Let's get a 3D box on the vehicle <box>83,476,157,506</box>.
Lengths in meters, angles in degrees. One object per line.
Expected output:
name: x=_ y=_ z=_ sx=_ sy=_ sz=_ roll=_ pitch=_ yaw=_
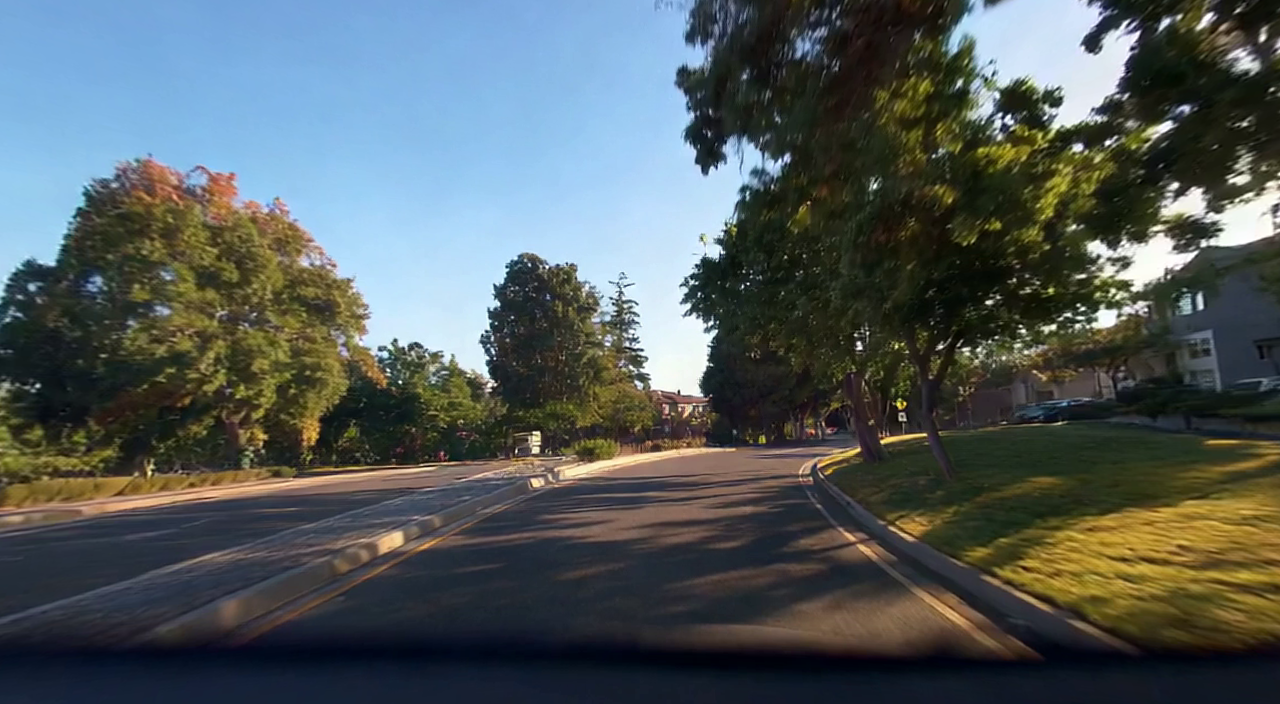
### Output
vehicle: x=-36.310 y=9.675 z=44.085 sx=1.978 sy=1.724 sz=4.458 roll=1 pitch=-9 yaw=-11
